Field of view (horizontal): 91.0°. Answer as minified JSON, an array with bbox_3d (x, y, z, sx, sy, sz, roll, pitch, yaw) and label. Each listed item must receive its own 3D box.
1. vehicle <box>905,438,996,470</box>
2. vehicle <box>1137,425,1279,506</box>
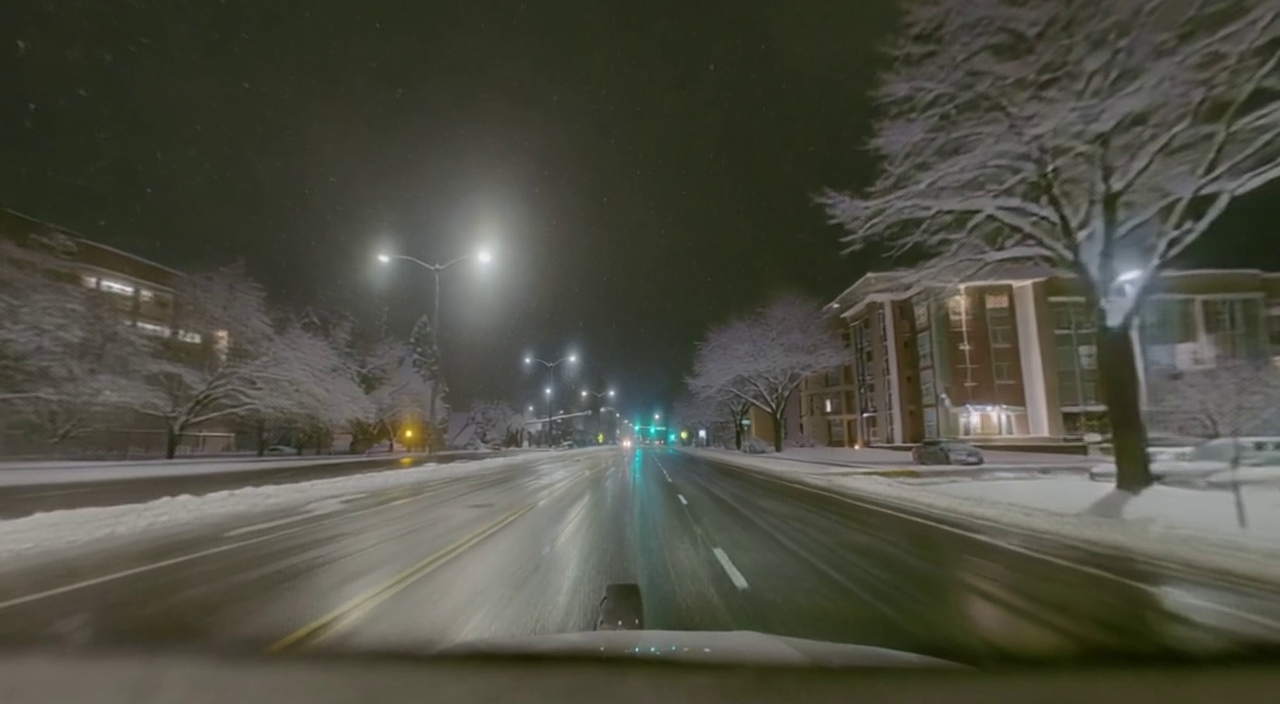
[{"bbox_3d":[15.344,5.051,31.429,1.931,1.475,4.671,0,-8,-3],"label":"vehicle"},{"bbox_3d":[15.003,2.604,14.737,4.790,1.737,2.137,-1,-8,2],"label":"vehicle"}]
